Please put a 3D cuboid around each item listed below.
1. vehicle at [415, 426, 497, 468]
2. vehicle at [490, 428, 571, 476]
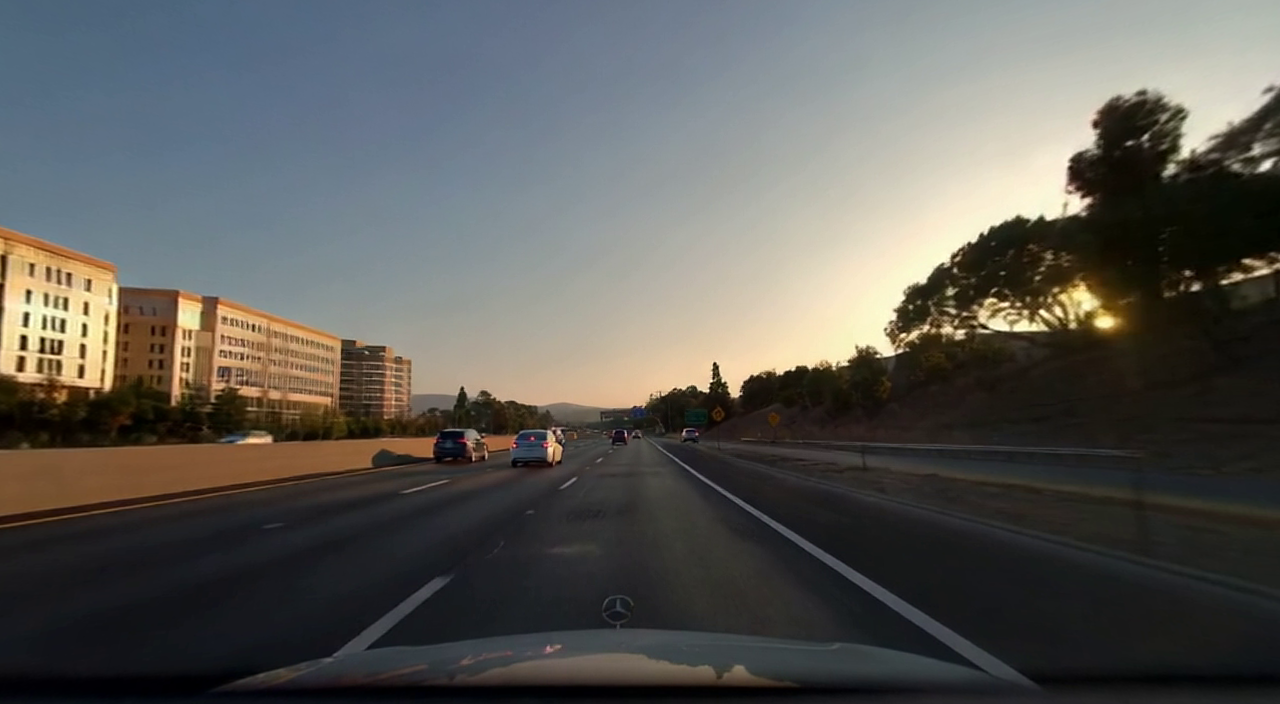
[{"bbox_3d":[-7.412,3.861,25.832,1.985,1.575,4.453,0,-8,1],"label":"vehicle"},{"bbox_3d":[-3.746,3.502,22.345,1.996,1.490,4.571,0,-8,1],"label":"vehicle"}]
